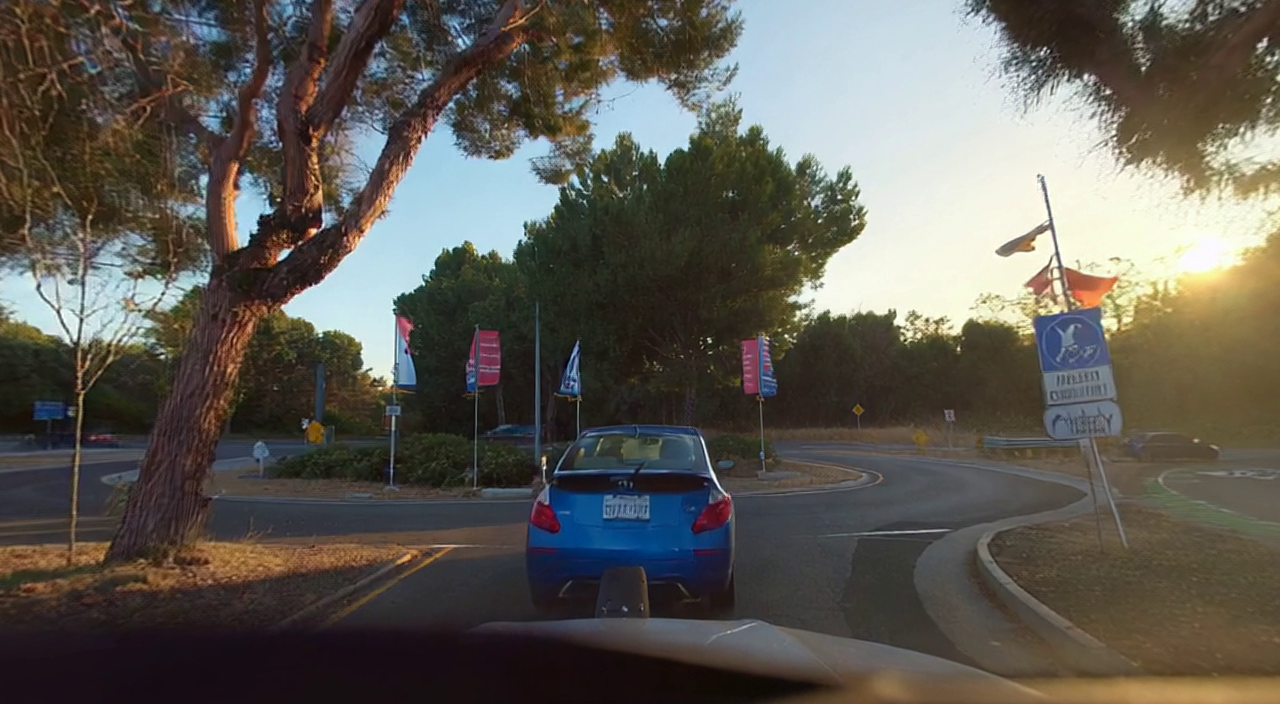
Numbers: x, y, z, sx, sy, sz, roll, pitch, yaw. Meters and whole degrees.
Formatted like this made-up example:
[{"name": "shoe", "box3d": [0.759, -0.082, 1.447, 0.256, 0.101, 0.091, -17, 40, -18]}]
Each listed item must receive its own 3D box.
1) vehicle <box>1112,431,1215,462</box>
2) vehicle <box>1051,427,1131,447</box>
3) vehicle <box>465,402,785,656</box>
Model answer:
[{"name": "vehicle", "box3d": [29.795, 5.405, 35.923, 4.485, 1.691, 2.132, 2, -9, -14]}, {"name": "vehicle", "box3d": [35.280, 6.686, 49.415, 4.652, 1.498, 1.783, -2, -9, 10]}, {"name": "vehicle", "box3d": [0.032, 1.466, 6.172, 2.078, 1.607, 4.010, -1, -9, 4]}]
